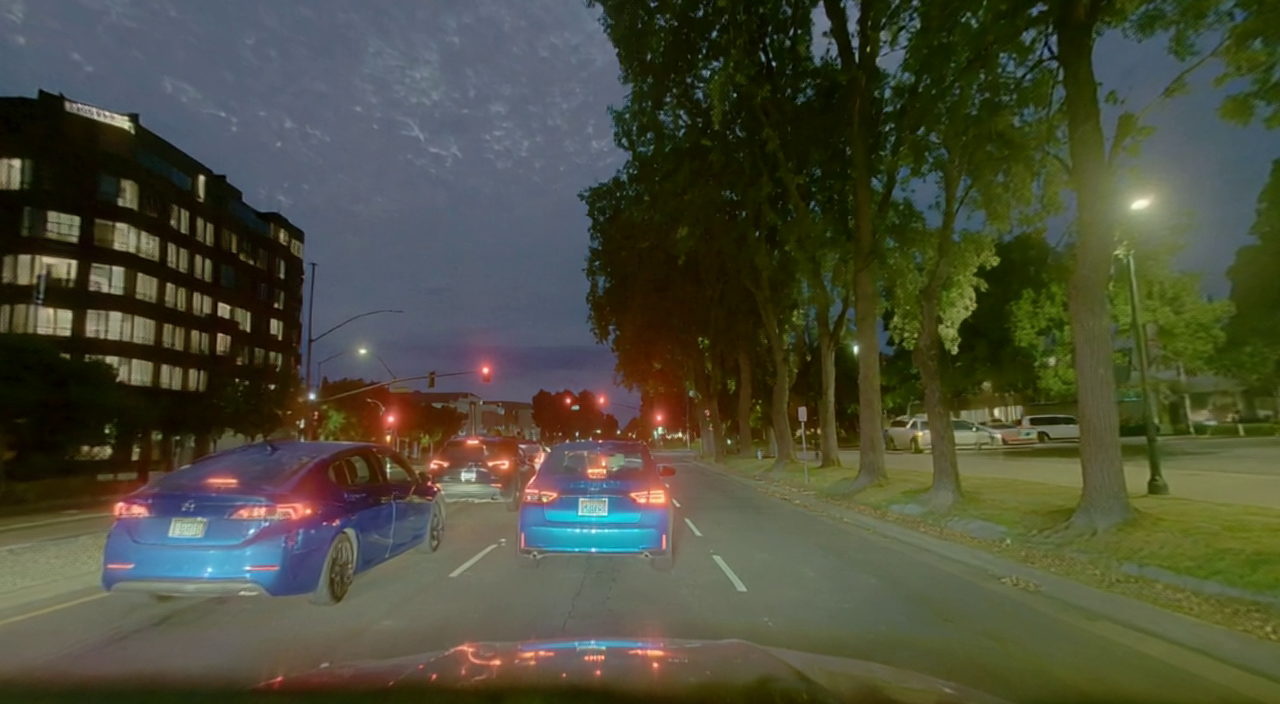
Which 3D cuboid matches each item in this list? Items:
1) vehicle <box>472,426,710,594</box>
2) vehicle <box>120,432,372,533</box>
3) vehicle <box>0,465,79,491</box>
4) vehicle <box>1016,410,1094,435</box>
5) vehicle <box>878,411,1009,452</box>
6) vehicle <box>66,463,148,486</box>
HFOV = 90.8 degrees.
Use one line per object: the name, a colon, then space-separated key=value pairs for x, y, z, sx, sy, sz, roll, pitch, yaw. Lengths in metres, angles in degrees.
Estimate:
vehicle: x=-0.419 y=1.706 z=7.647 sx=2.104 sy=1.472 sz=3.946 roll=0 pitch=-9 yaw=0
vehicle: x=-7.264 y=2.427 z=12.353 sx=2.096 sy=1.593 sz=4.288 roll=0 pitch=-9 yaw=1
vehicle: x=-36.652 y=7.546 z=37.971 sx=4.093 sy=1.440 sz=1.804 roll=0 pitch=-9 yaw=-1
vehicle: x=30.371 y=5.231 z=46.401 sx=4.627 sy=1.671 sz=1.929 roll=-5 pitch=-10 yaw=30
vehicle: x=13.934 y=3.700 z=29.231 sx=4.975 sy=1.809 sz=1.956 roll=0 pitch=-9 yaw=1
vehicle: x=-36.476 y=8.370 z=43.288 sx=3.918 sy=1.423 sz=1.861 roll=-1 pitch=-9 yaw=2
